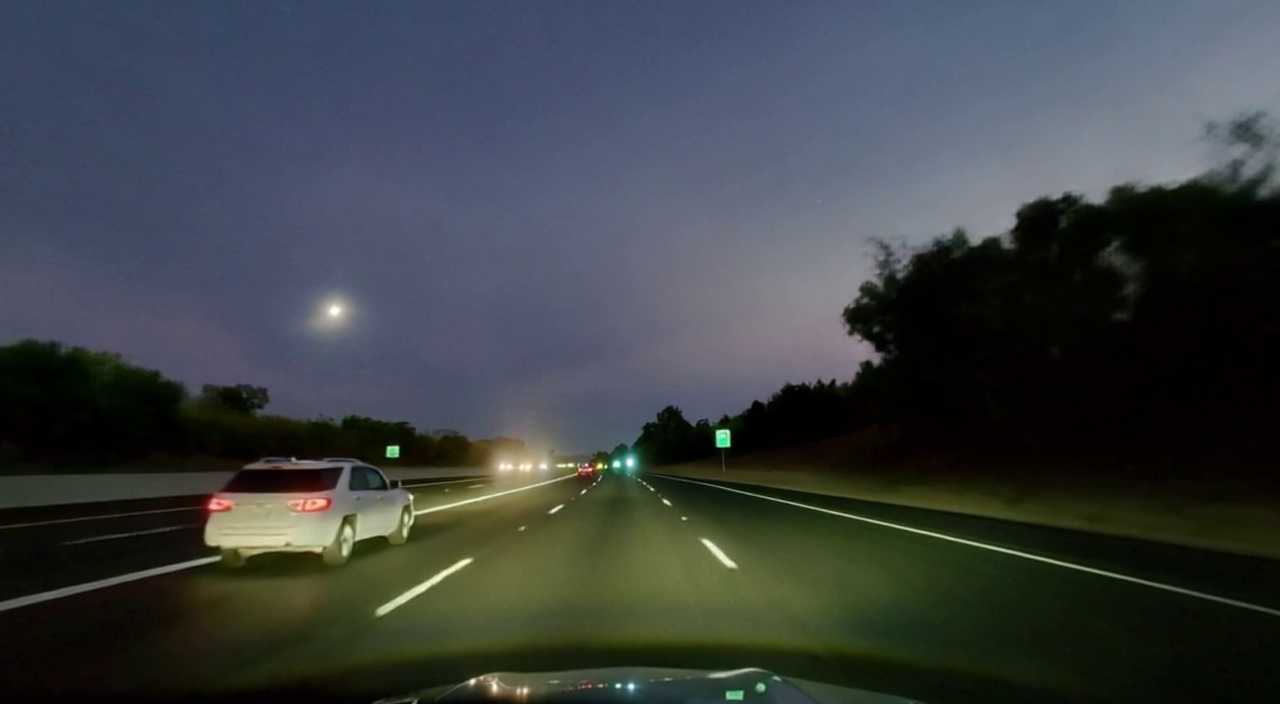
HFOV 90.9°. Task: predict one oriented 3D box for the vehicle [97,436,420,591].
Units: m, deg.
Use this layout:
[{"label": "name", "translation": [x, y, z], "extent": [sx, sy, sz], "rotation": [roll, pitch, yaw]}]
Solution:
[{"label": "vehicle", "translation": [-4.632, 2.029, 8.480], "extent": [2.025, 1.584, 3.657], "rotation": [1, -10, -1]}]
